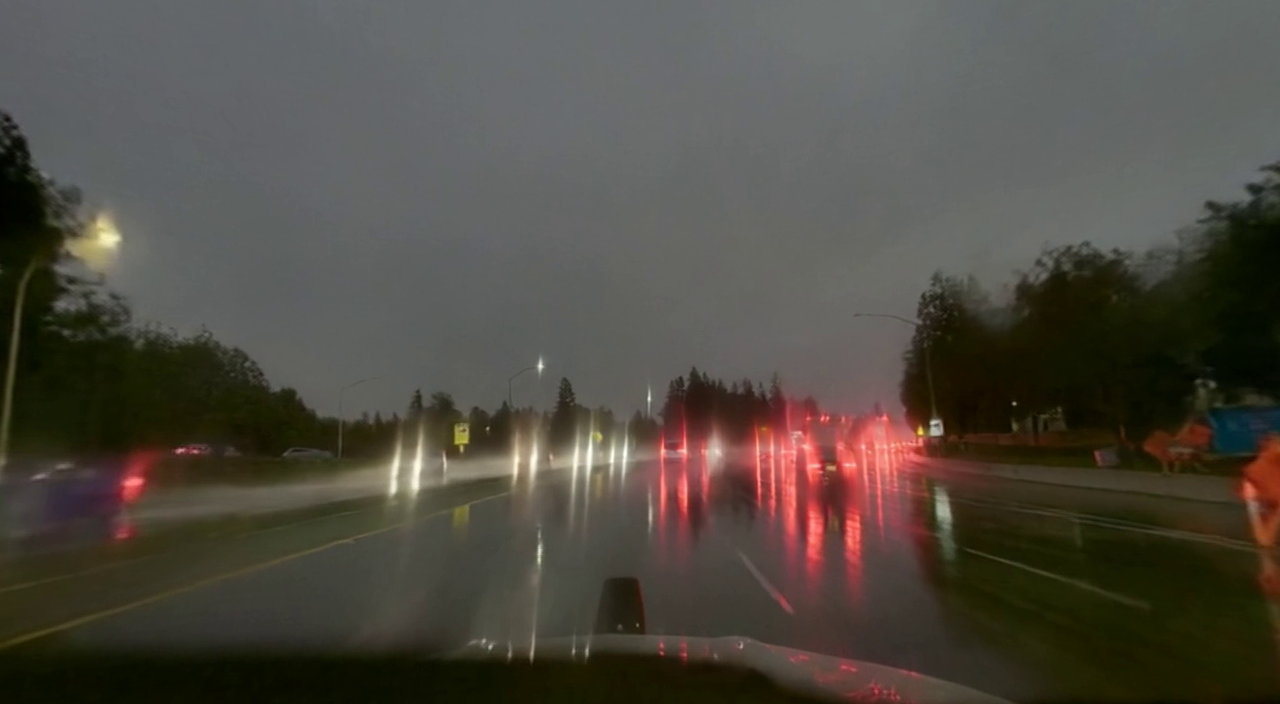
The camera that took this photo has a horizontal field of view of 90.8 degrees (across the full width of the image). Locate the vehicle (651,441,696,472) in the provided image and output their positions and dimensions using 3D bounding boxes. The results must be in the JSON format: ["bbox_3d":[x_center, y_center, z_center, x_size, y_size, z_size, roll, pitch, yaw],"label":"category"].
[{"bbox_3d":[2.006,6.031,36.603,2.201,1.676,4.541,-1,-9,7],"label":"vehicle"}]

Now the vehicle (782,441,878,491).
[{"bbox_3d":[6.065,3.679,20.735,2.044,1.474,4.083,-1,-9,3],"label":"vehicle"}]

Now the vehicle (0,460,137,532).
[{"bbox_3d":[-14.794,3.288,14.584,2.205,1.446,4.840,-1,-9,3],"label":"vehicle"}]

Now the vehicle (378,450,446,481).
[{"bbox_3d":[-13.633,6.779,38.050,1.930,1.721,4.599,-1,-9,7],"label":"vehicle"}]
